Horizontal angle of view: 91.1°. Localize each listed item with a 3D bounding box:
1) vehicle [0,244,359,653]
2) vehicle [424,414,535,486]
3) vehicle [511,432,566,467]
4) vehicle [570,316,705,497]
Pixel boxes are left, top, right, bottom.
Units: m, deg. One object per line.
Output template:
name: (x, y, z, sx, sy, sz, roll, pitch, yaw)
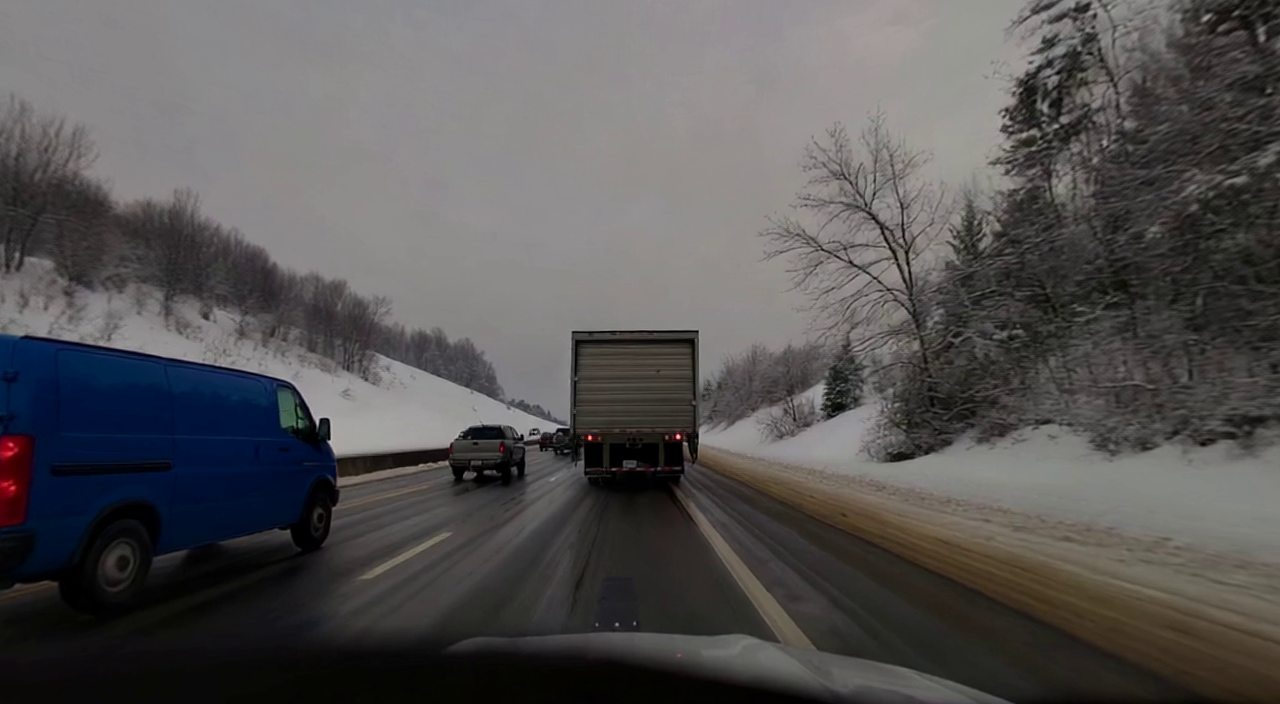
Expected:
vehicle: (-5.222, 0.895, 6.087, 2.478, 2.515, 5.438, 0, -8, 0)
vehicle: (-4.848, 3.047, 19.897, 2.168, 1.985, 4.952, 0, -8, 0)
vehicle: (-4.837, 4.698, 30.493, 1.931, 1.539, 4.441, 0, -8, 0)
vehicle: (-0.179, 1.854, 19.047, 2.953, 4.041, 10.072, 0, -8, -1)
